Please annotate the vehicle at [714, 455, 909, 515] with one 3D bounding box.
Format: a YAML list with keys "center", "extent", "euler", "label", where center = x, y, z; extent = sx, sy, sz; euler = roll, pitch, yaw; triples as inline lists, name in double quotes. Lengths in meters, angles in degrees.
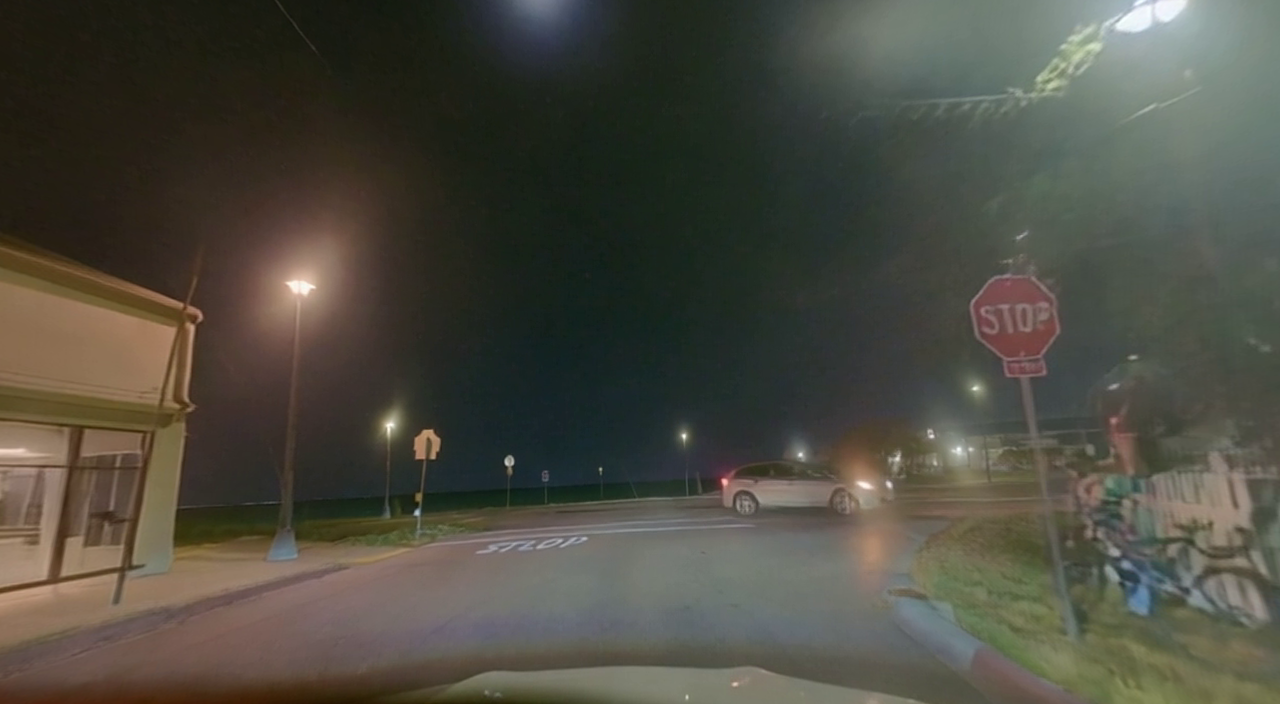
- center: [4.920, 3.861, 18.958]
  extent: [2.112, 1.479, 5.323]
  euler: [7, -11, -40]
  label: "vehicle"
